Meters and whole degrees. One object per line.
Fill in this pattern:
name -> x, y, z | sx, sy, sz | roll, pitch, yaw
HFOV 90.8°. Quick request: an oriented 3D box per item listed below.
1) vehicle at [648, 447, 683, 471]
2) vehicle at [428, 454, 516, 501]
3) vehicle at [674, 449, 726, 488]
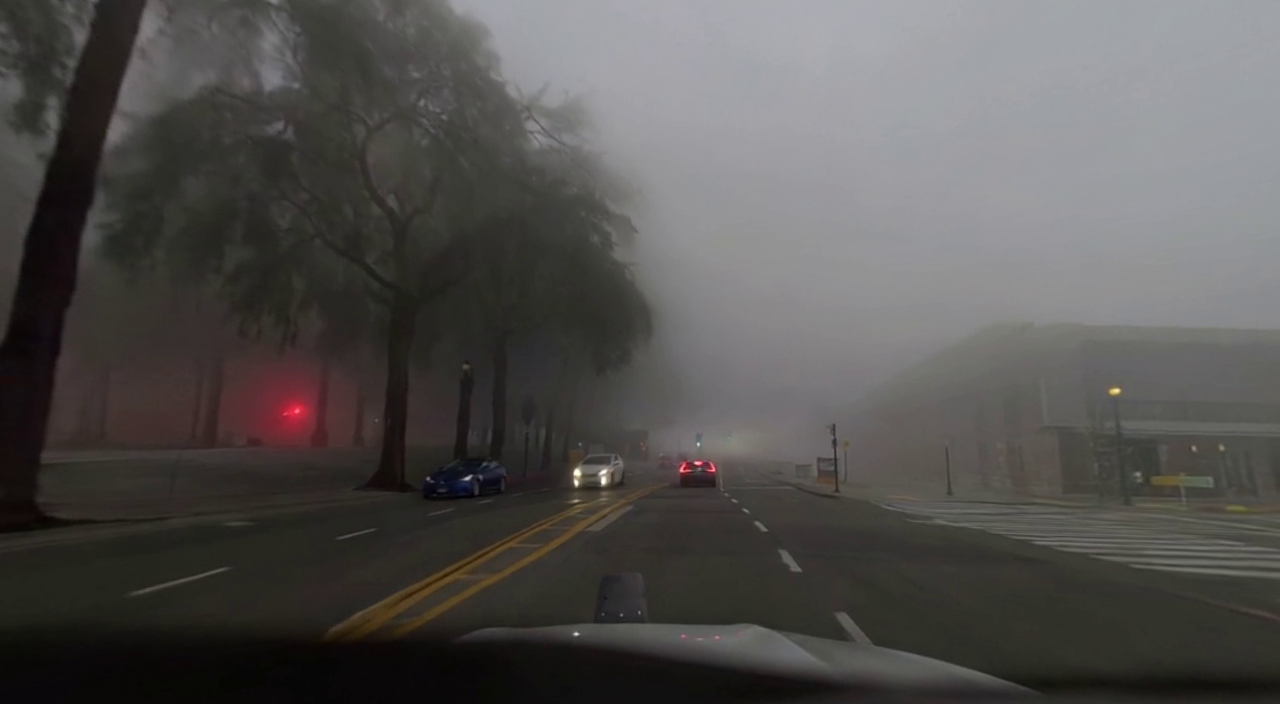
vehicle -> 1.924, 8.350, 49.451 | 2.010, 1.725, 4.320 | 1, -8, -8
vehicle -> -6.270, 4.739, 24.201 | 2.042, 1.531, 4.403 | -1, -8, 2
vehicle -> 2.937, 5.830, 31.952 | 2.263, 1.765, 4.237 | 0, -8, 1
